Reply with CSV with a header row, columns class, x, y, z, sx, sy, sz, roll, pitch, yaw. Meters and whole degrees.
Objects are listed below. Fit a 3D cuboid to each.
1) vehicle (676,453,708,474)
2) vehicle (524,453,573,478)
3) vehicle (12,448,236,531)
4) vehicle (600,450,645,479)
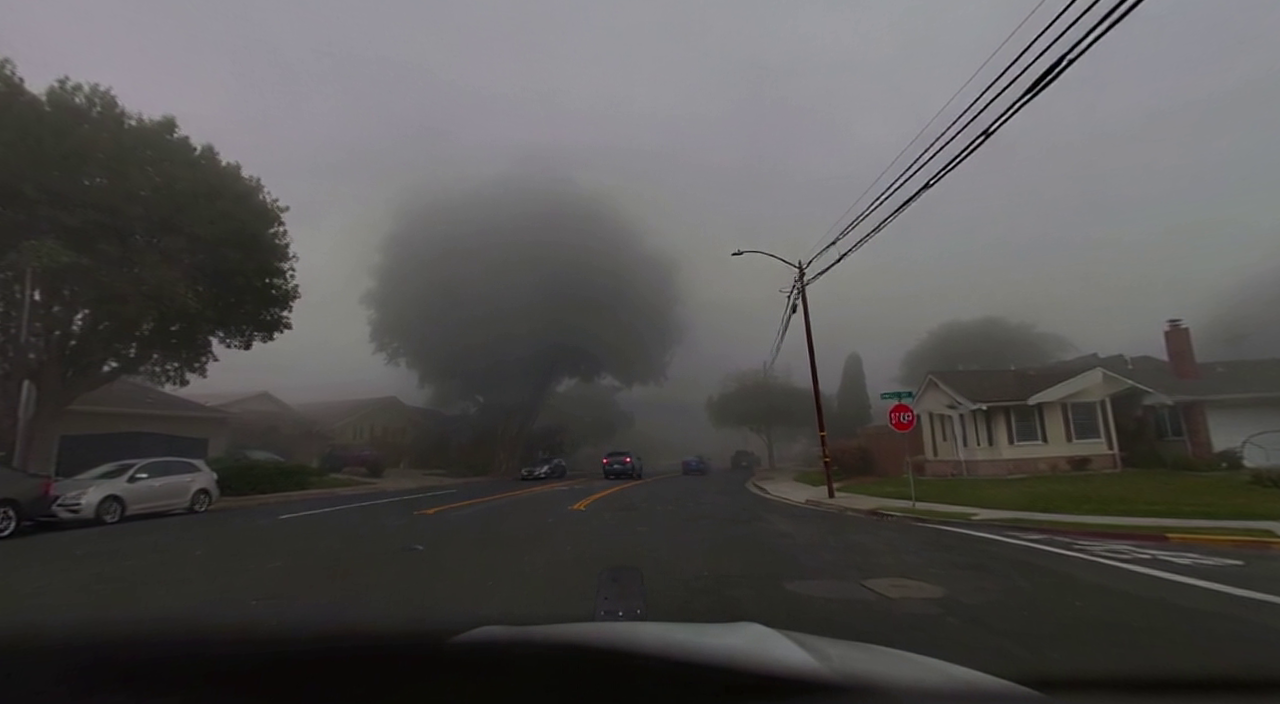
class,x,y,z,sx,sy,sz,roll,pitch,yaw
vehicle,3.880,8.177,46.345,1.955,1.459,4.383,-2,-9,10
vehicle,-6.954,8.669,48.229,2.256,1.755,4.799,-2,-9,10
vehicle,-13.765,3.714,17.331,2.076,1.864,4.730,-3,-11,1
vehicle,-1.043,7.298,41.122,2.178,1.695,4.339,-1,-9,9
